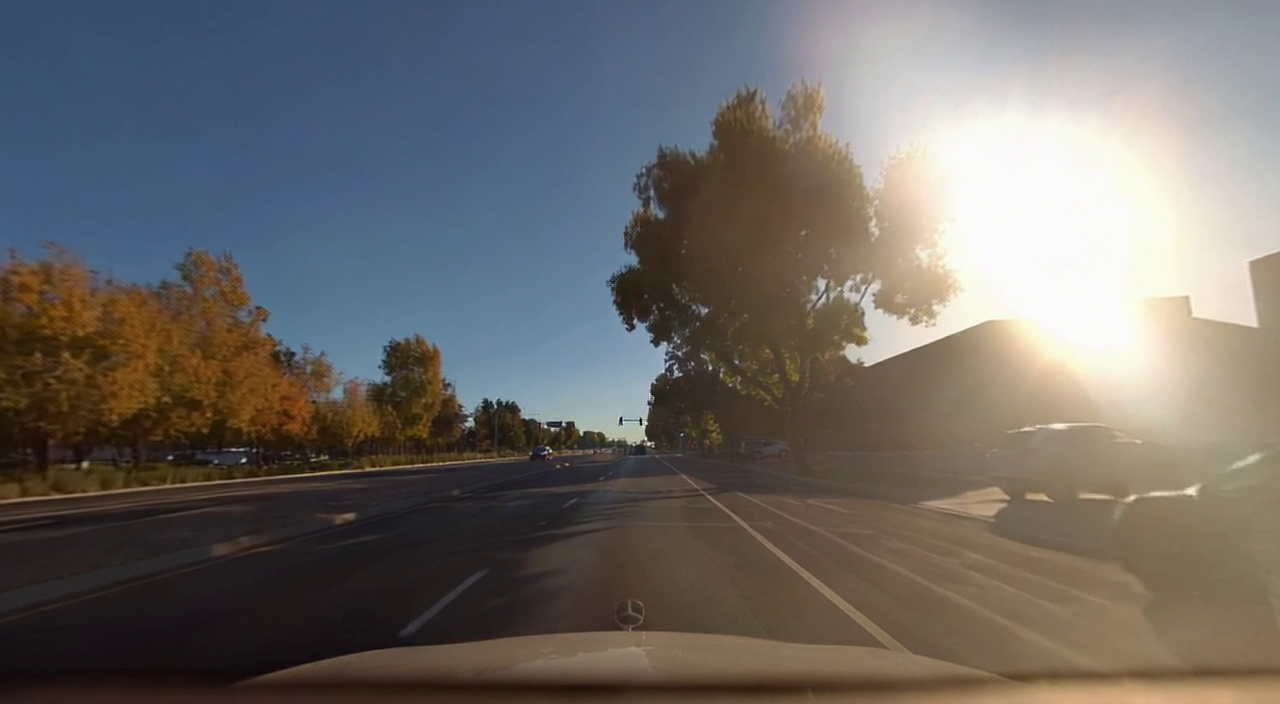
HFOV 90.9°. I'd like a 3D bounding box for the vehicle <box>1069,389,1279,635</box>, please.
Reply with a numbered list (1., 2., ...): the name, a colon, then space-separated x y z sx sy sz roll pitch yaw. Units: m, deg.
1. vehicle: 5.459 1.077 4.159 2.057 1.688 4.596 0 -8 1
